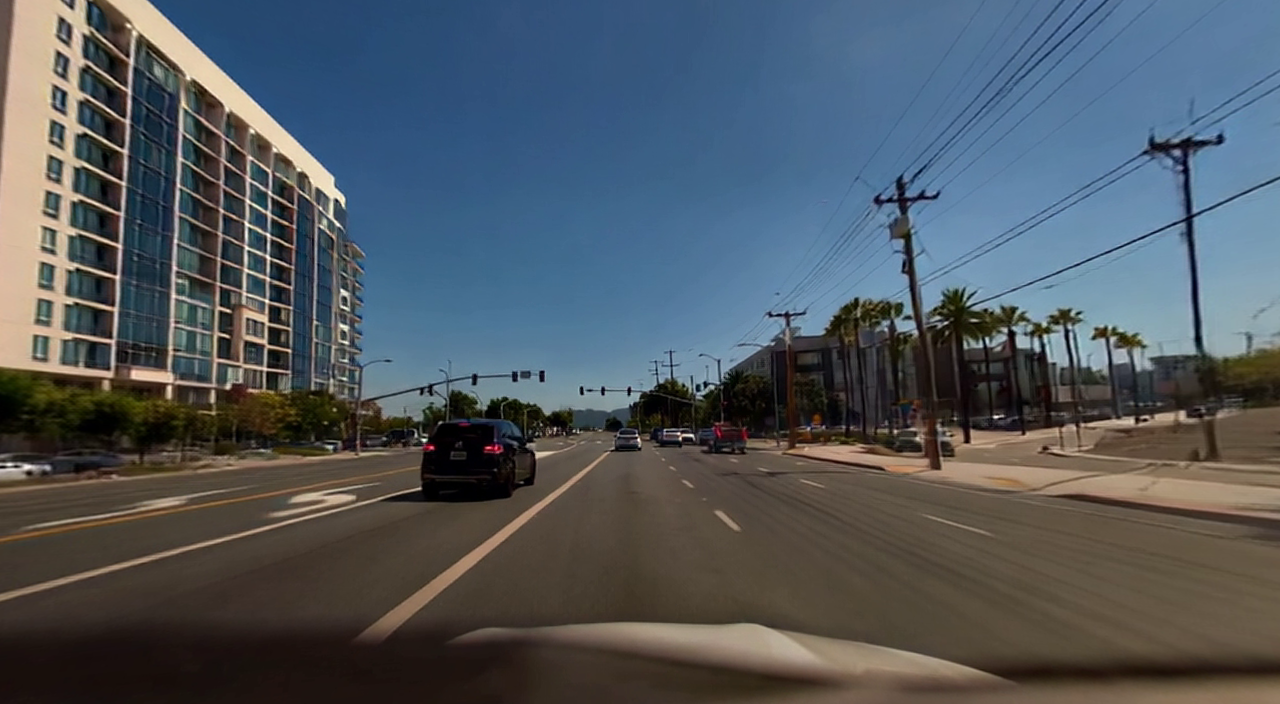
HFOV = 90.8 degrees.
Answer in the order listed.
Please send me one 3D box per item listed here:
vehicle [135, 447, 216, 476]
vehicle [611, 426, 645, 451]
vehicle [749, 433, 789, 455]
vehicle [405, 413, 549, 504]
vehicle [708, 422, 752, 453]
[{"bbox_3d":[-28.583,6.711,39.078,1.918,1.635,4.532,1,-8,-7],"label":"vehicle"},{"bbox_3d":[-0.906,6.153,44.717,2.302,1.681,4.217,0,-8,-2],"label":"vehicle"},{"bbox_3d":[8.780,6.306,43.307,1.897,1.390,4.391,0,-8,1],"label":"vehicle"},{"bbox_3d":[-3.501,2.409,14.611,2.136,1.779,4.417,0,-8,0],"label":"vehicle"},{"bbox_3d":[6.074,5.864,43.211,2.130,1.979,5.310,0,-8,-1],"label":"vehicle"}]
